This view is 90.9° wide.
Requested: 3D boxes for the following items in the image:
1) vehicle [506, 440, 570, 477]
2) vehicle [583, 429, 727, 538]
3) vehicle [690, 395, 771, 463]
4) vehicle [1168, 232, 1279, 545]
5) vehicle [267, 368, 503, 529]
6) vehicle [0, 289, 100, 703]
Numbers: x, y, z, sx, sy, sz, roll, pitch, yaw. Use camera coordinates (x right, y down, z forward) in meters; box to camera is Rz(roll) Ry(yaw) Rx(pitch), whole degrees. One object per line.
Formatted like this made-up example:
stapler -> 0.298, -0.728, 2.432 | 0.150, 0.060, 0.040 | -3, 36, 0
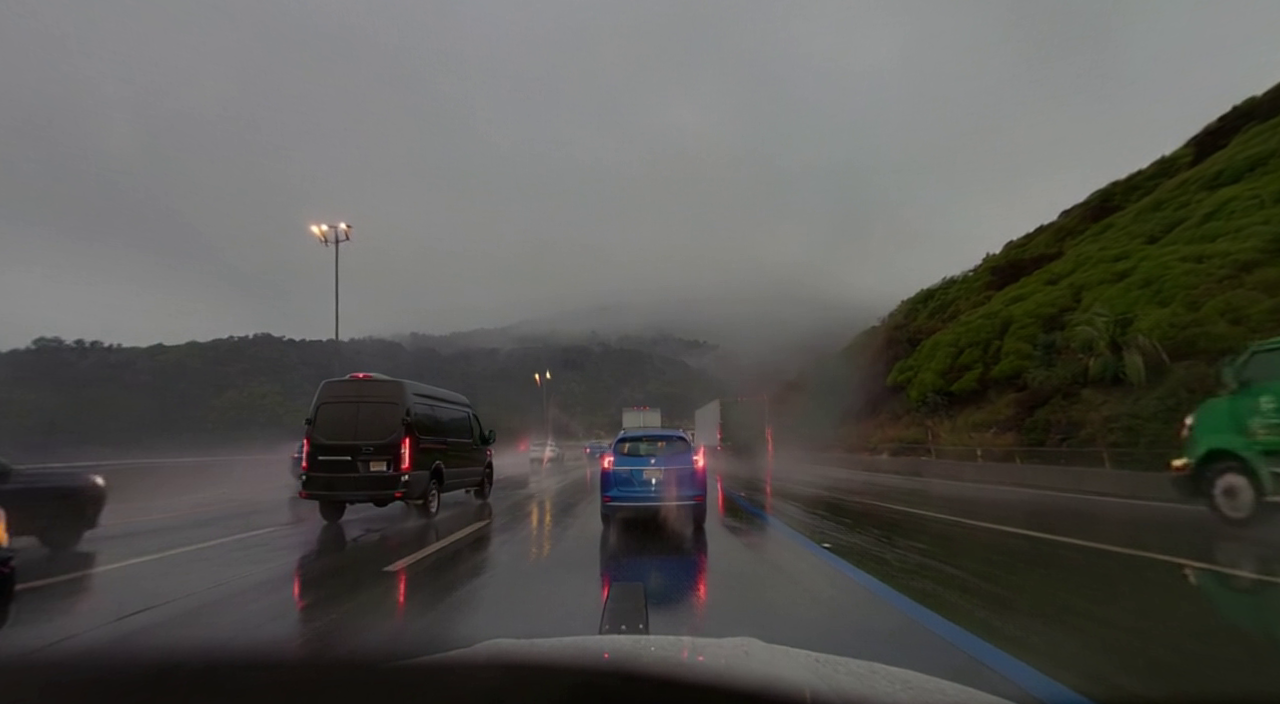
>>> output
vehicle -> -4.422, 4.679, 28.004 | 2.007, 1.457, 4.447 | 0, -8, 1
vehicle -> 0.166, 2.128, 10.834 | 2.003, 1.499, 3.930 | 0, -8, -1
vehicle -> 6.334, 6.038, 47.807 | 2.989, 4.277, 16.586 | 0, -8, -3
vehicle -> 11.132, -0.106, 4.299 | 2.977, 3.878, 11.111 | 3, -9, -23
vehicle -> -4.647, 1.933, 12.867 | 2.300, 2.522, 5.701 | 0, -8, 1
vehicle -> -4.283, 0.415, 0.877 | 2.195, 2.086, 5.445 | 0, -8, 0
